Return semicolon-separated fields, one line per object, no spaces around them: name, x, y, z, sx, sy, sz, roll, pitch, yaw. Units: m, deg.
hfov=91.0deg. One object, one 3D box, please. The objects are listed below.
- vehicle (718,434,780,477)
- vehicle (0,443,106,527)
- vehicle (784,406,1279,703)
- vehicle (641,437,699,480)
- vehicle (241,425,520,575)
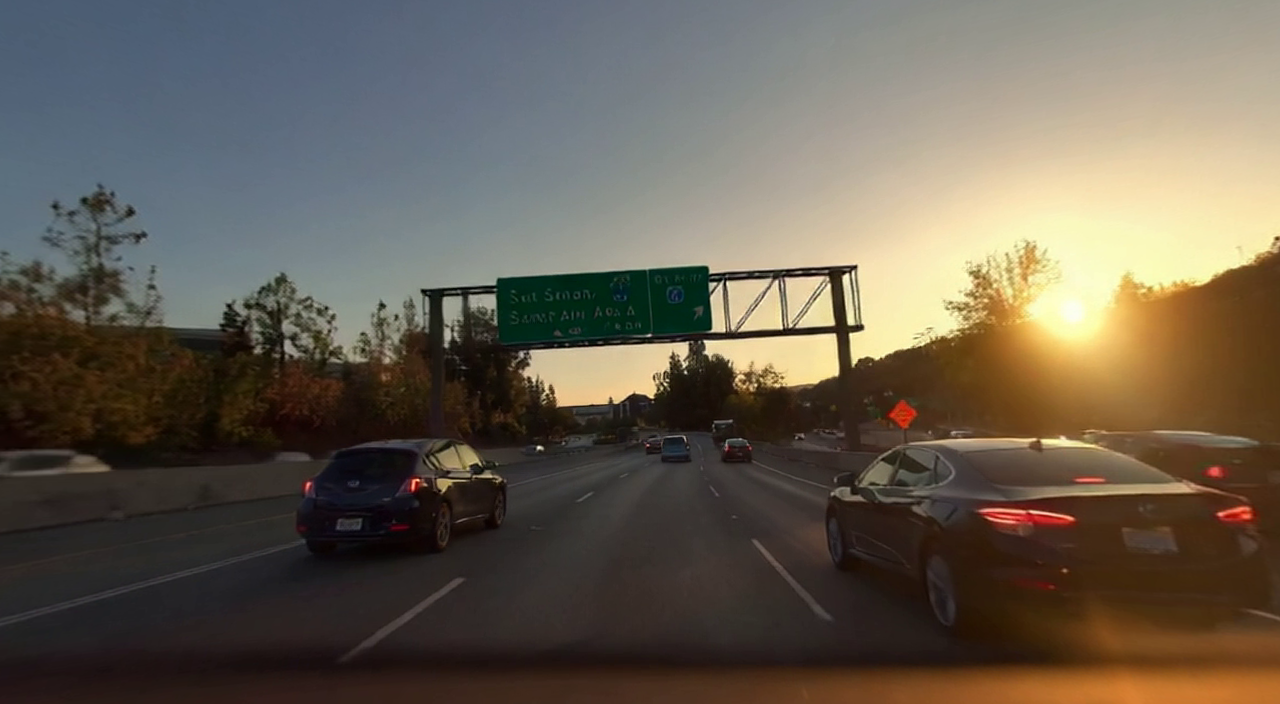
vehicle;4.503;4.364;26.695;2.076;1.684;4.241;0;-9;3
vehicle;-13.347;2.551;12.030;2.014;1.590;4.697;0;-9;2
vehicle;2.681;1.333;5.000;2.009;1.489;4.559;0;-9;0
vehicle;1.260;4.352;25.969;2.201;1.614;3.803;-1;-9;3
vehicle;-3.173;1.907;8.930;1.937;1.558;4.469;0;-9;1
